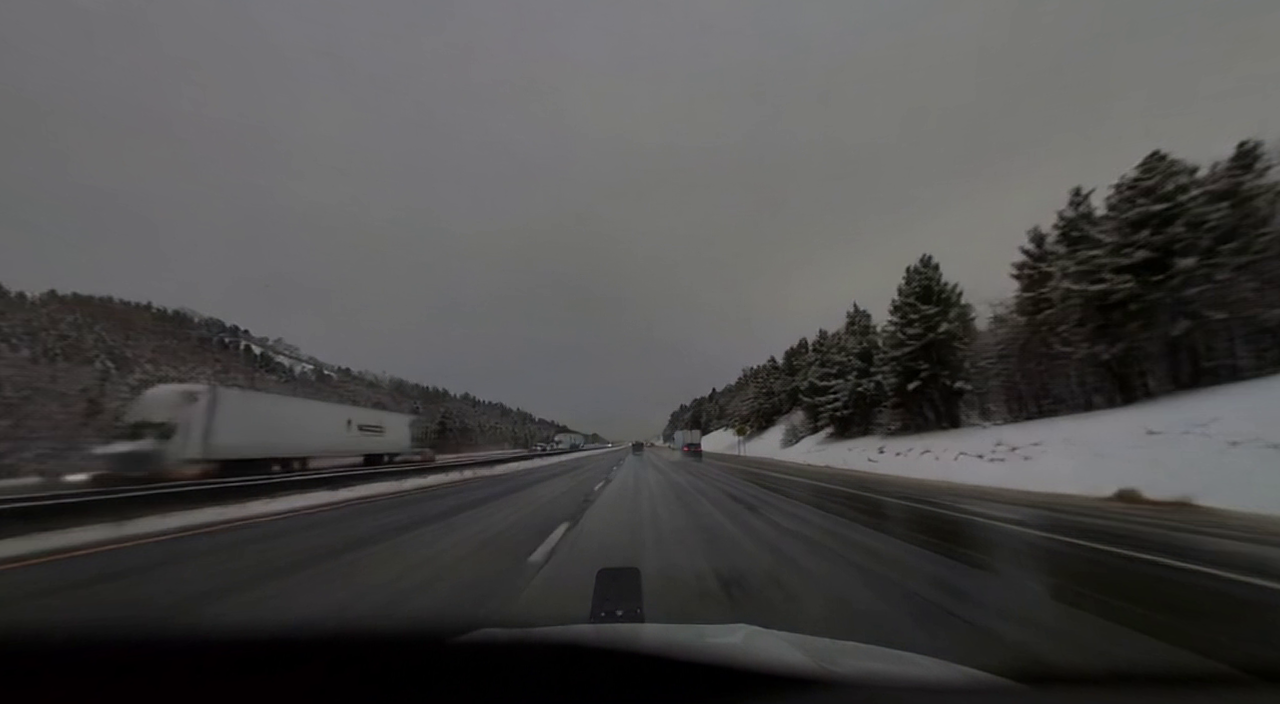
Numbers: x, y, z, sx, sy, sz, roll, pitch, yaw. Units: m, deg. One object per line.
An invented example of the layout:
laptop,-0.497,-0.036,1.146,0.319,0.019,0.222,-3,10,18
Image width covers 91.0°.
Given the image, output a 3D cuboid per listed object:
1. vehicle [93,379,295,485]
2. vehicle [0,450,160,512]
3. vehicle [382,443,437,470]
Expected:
vehicle,-20.588,3.898,30.104,3.028,4.329,8.712,0,-8,1
vehicle,-16.306,3.508,17.706,1.888,1.462,4.599,0,-8,1
vehicle,-15.968,7.250,43.912,2.030,1.710,4.502,0,-8,2
